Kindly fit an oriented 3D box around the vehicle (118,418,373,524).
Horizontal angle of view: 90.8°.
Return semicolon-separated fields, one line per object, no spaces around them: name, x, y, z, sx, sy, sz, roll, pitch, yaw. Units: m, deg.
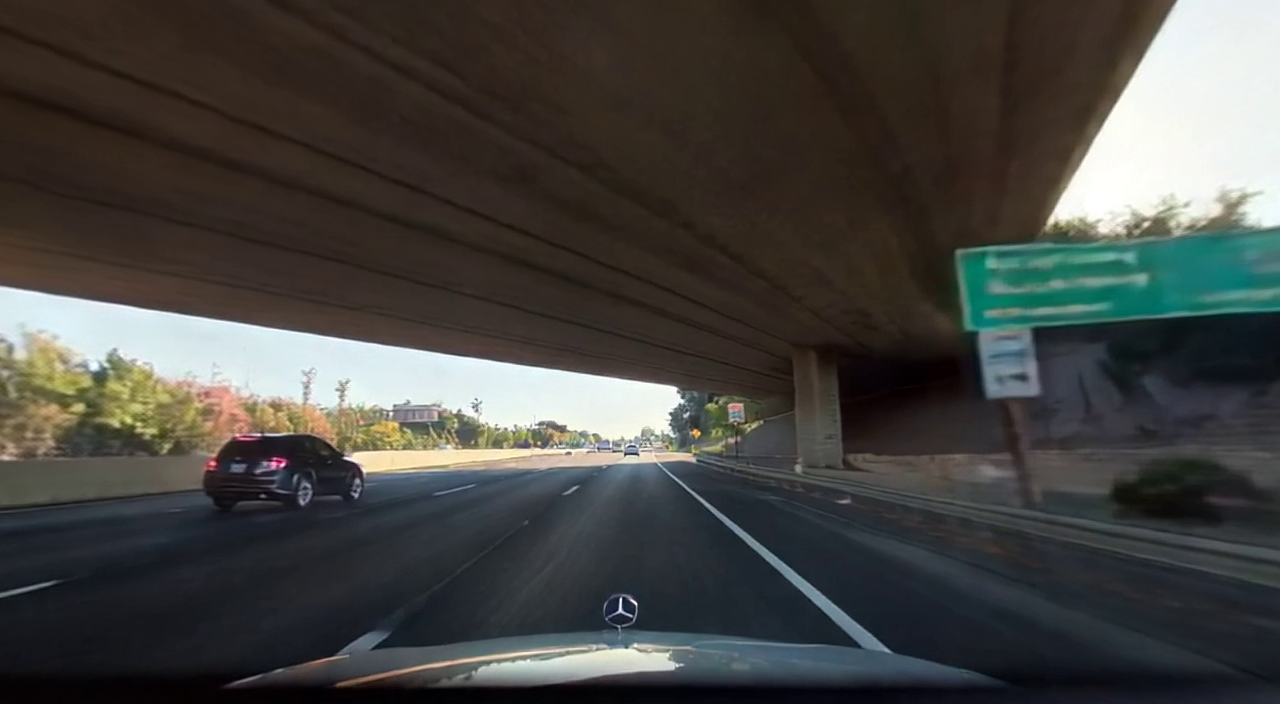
vehicle;-7.815;2.405;13.307;2.231;1.807;4.758;0;-8;0
